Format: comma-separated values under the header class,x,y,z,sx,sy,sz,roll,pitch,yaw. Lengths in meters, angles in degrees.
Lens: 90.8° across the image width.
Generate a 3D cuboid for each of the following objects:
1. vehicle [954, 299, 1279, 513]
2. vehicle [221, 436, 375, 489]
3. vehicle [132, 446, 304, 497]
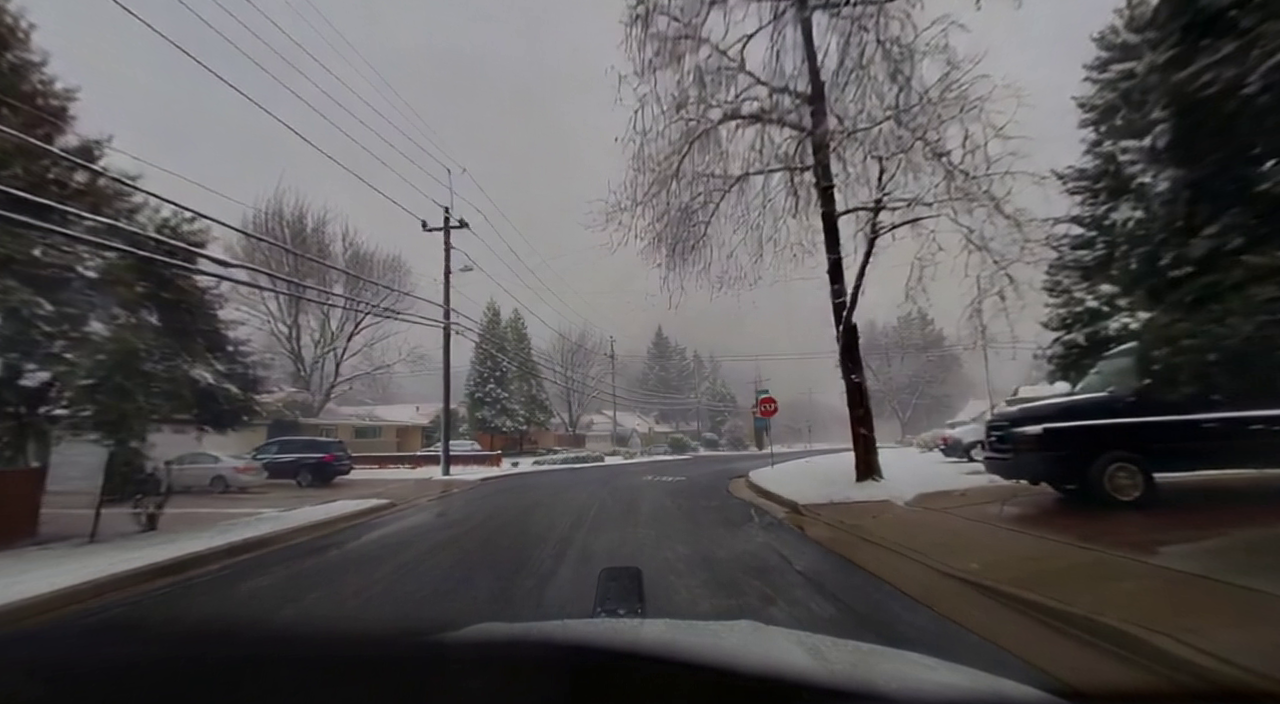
class,x,y,z,sx,sy,sz,roll,pitch,yaw
vehicle,10.779,1.011,10.953,8.828,3.111,3.352,1,-8,0
vehicle,-12.508,4.062,23.378,4.484,1.852,2.009,0,-8,-1
vehicle,-13.330,3.768,20.146,4.103,1.498,1.909,0,-8,2
